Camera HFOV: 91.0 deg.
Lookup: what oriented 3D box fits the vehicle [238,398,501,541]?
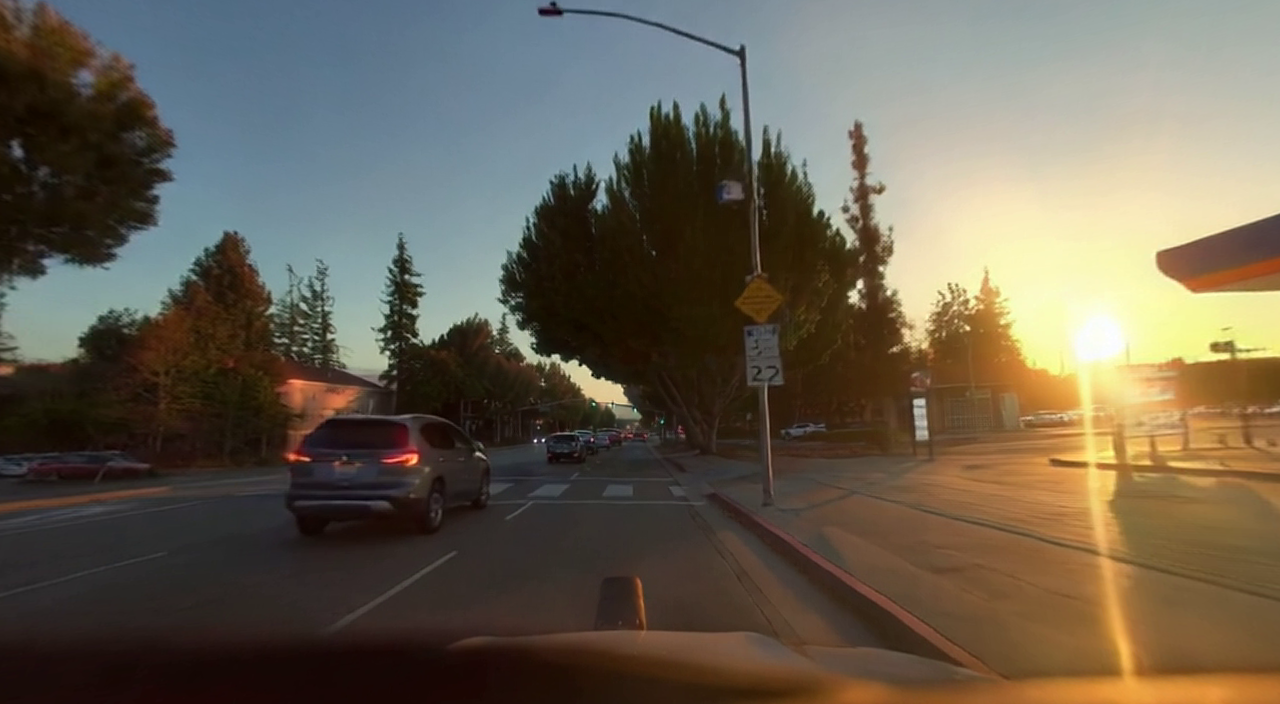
[{"bbox_3d":[-3.979,1.839,10.382,2.306,1.815,4.476,0,-8,0],"label":"vehicle"}]

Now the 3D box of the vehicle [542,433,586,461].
[{"bbox_3d":[-4.437,5.650,37.397,2.060,1.580,3.980,0,-8,1],"label":"vehicle"}]
